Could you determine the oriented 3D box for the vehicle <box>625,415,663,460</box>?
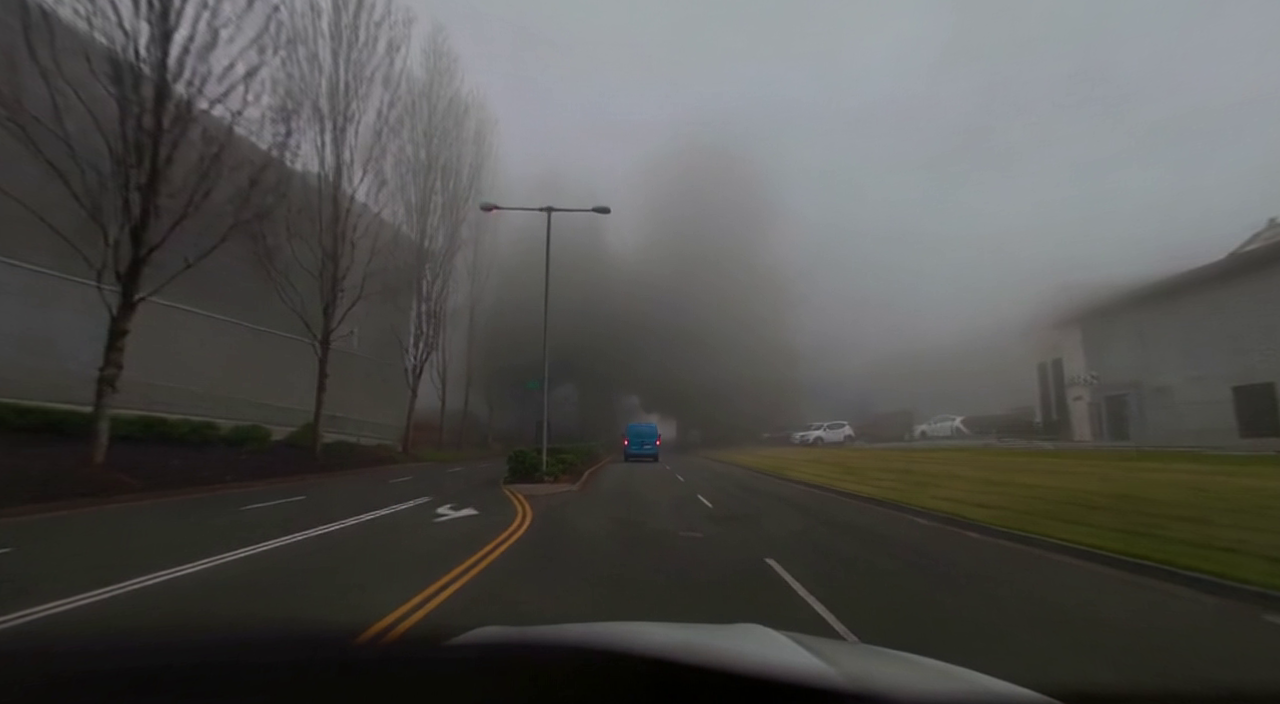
[{"bbox_3d":[0.212,5.800,42.755,2.435,2.816,5.232,0,-8,-1],"label":"vehicle"}]

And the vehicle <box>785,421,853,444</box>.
[{"bbox_3d":[12.555,5.662,44.331,4.184,1.578,1.976,0,-8,-2],"label":"vehicle"}]
